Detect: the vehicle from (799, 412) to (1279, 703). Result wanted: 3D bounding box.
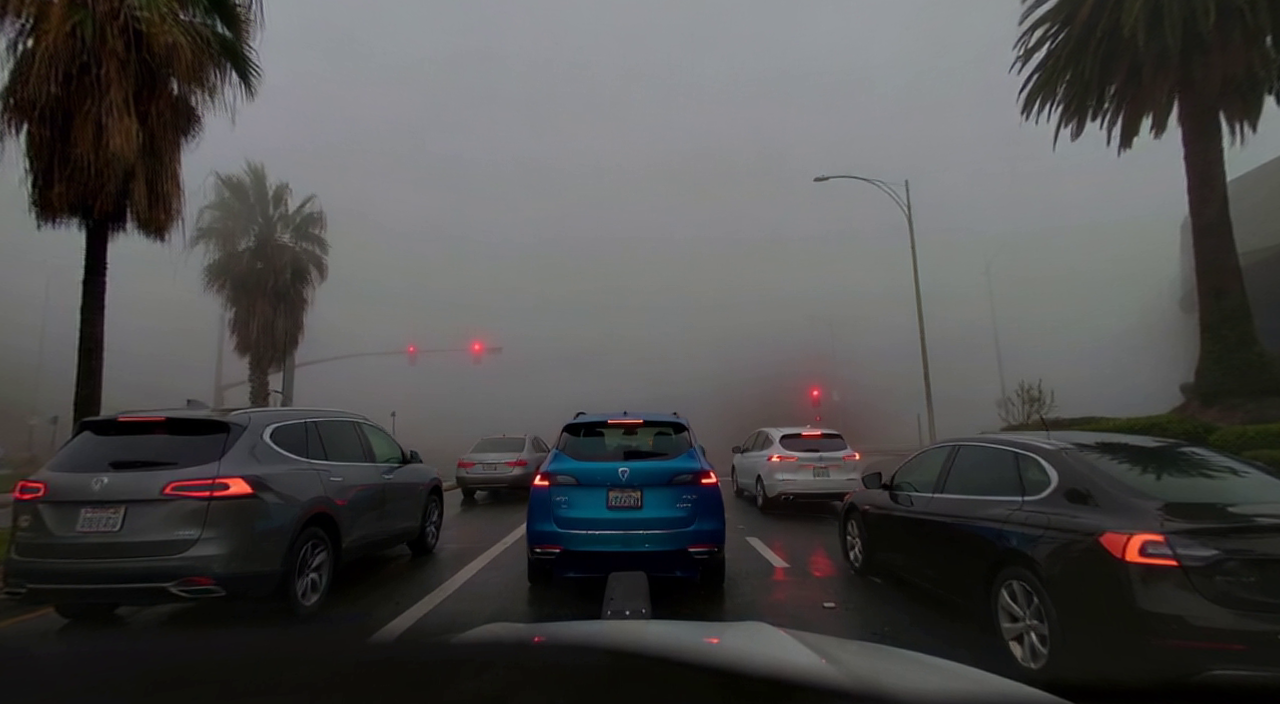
[{"bbox_3d":[2.967,1.370,5.257,2.017,1.491,4.611,0,-8,-1],"label":"vehicle"}]

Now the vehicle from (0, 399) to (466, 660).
[{"bbox_3d":[-3.352,1.385,6.049,2.014,1.534,4.455,0,-8,1],"label":"vehicle"}]

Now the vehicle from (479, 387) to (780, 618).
[{"bbox_3d":[-0.137,1.465,7.065,2.280,1.747,4.361,0,-8,-2],"label":"vehicle"}]
